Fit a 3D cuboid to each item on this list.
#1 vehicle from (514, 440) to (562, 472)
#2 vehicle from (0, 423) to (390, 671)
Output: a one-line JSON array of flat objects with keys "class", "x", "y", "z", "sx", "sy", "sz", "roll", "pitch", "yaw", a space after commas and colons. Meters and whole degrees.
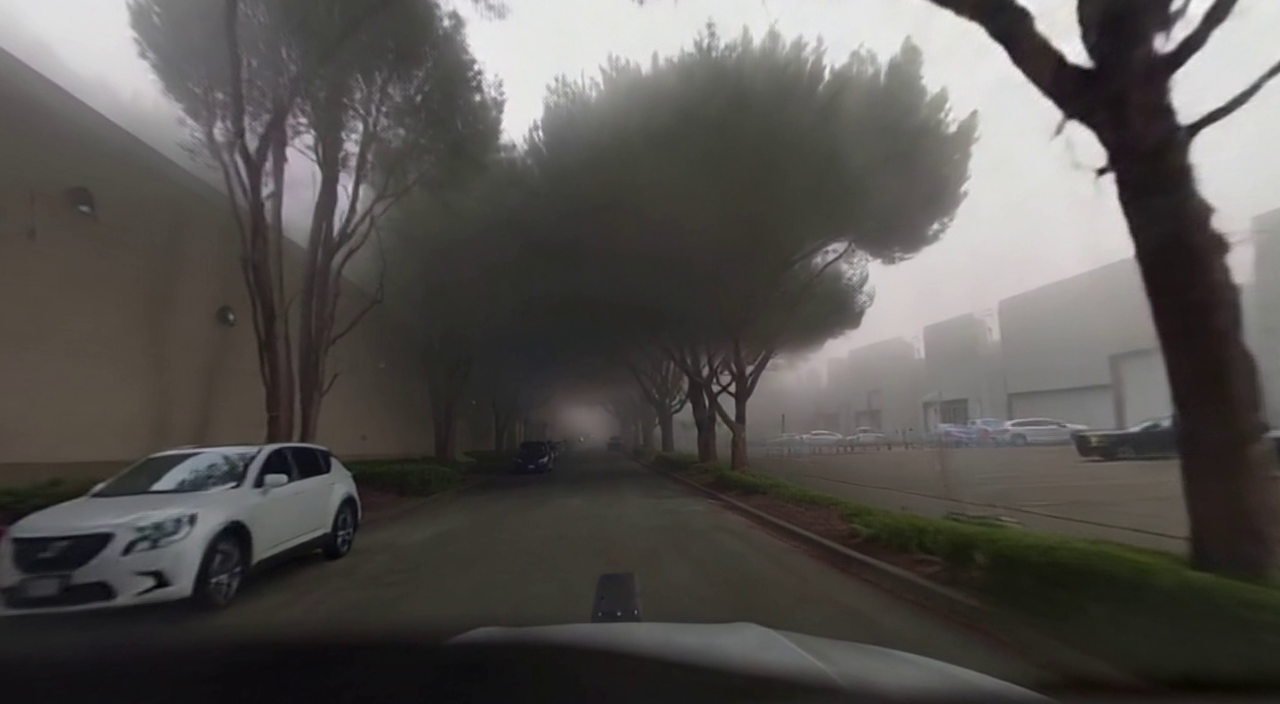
[{"class": "vehicle", "x": -5.600, "y": 5.768, "z": 35.044, "sx": 2.040, "sy": 1.501, "sz": 4.440, "roll": -4, "pitch": -9, "yaw": -2}, {"class": "vehicle", "x": -4.268, "y": 1.607, "z": 6.420, "sx": 1.912, "sy": 1.628, "sz": 4.233, "roll": -1, "pitch": -8, "yaw": -3}]
